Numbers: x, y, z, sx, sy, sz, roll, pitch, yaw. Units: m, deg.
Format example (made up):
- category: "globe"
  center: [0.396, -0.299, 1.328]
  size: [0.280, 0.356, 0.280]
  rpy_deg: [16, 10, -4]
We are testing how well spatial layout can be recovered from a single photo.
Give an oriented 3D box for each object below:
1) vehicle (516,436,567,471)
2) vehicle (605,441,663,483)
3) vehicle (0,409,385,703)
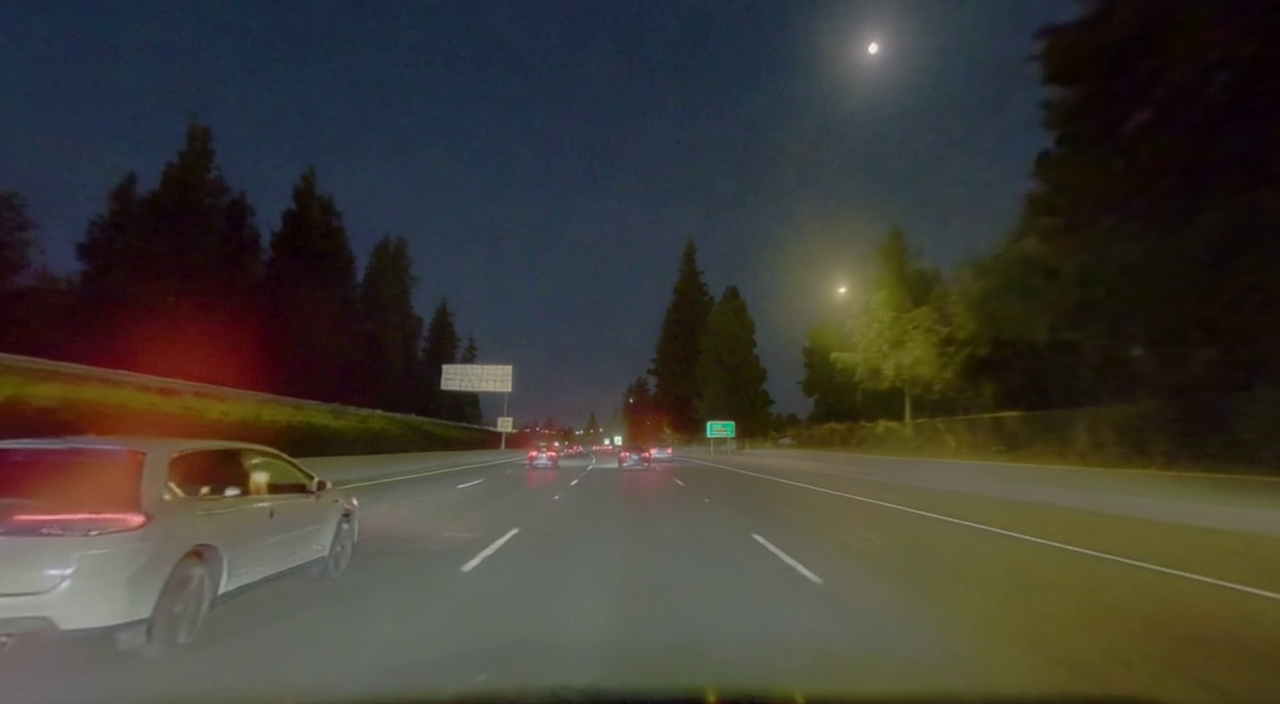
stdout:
- category: "vehicle"
  center: [-5.273, 5.506, 34.400]
  size: [2.244, 1.755, 4.417]
  rpy_deg: [0, -9, -3]
- category: "vehicle"
  center: [-0.336, 4.205, 24.373]
  size: [1.947, 1.437, 4.345]
  rpy_deg: [0, -9, -4]
- category: "vehicle"
  center: [-4.020, 1.307, 4.862]
  size: [2.049, 1.482, 4.981]
  rpy_deg: [0, -9, 0]
